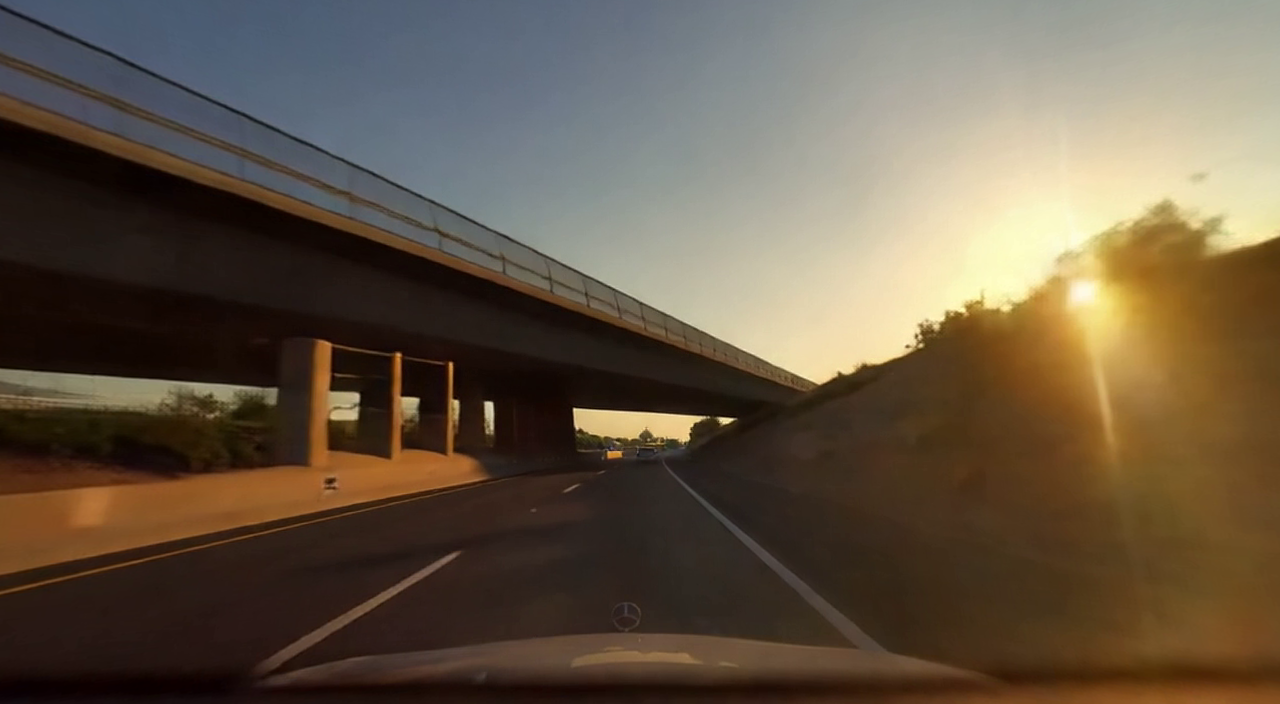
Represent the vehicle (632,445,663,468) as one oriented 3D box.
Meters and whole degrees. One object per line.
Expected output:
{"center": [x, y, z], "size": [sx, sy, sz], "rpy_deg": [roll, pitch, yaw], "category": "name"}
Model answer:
{"center": [0.598, 7.837, 47.526], "size": [2.221, 1.603, 4.149], "rpy_deg": [0, -9, 1], "category": "vehicle"}
